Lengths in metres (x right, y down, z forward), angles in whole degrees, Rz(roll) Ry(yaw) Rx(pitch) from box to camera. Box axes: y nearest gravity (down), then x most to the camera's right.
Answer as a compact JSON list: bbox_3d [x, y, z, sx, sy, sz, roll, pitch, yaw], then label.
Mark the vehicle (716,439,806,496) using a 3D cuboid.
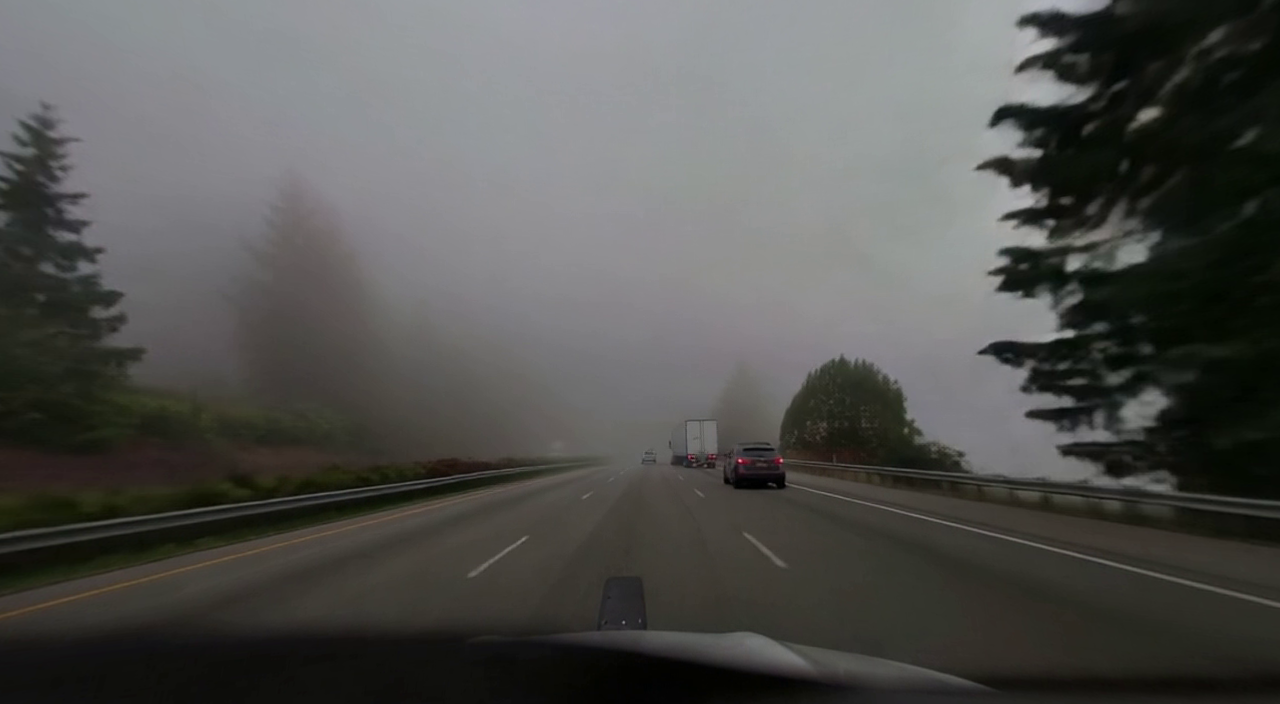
[{"bbox_3d":[3.832,3.737,20.747,2.096,1.653,4.185,0,-9,0],"label":"vehicle"}]
